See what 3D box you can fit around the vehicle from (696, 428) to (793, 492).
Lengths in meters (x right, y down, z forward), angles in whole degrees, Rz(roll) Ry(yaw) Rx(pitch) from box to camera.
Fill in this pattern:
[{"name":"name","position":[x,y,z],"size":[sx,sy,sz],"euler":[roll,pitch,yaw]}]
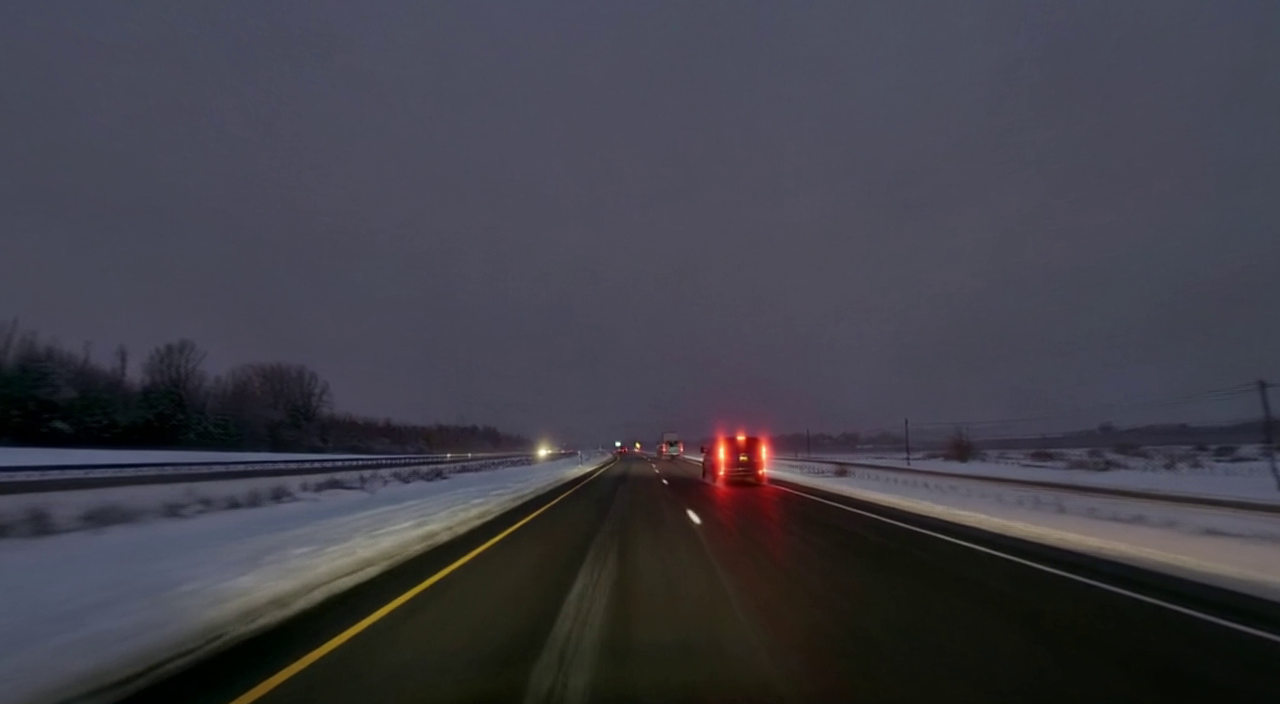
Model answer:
[{"name":"vehicle","position":[3.152,3.408,20.283],"size":[2.141,1.785,4.778],"euler":[0,-8,-2]}]
